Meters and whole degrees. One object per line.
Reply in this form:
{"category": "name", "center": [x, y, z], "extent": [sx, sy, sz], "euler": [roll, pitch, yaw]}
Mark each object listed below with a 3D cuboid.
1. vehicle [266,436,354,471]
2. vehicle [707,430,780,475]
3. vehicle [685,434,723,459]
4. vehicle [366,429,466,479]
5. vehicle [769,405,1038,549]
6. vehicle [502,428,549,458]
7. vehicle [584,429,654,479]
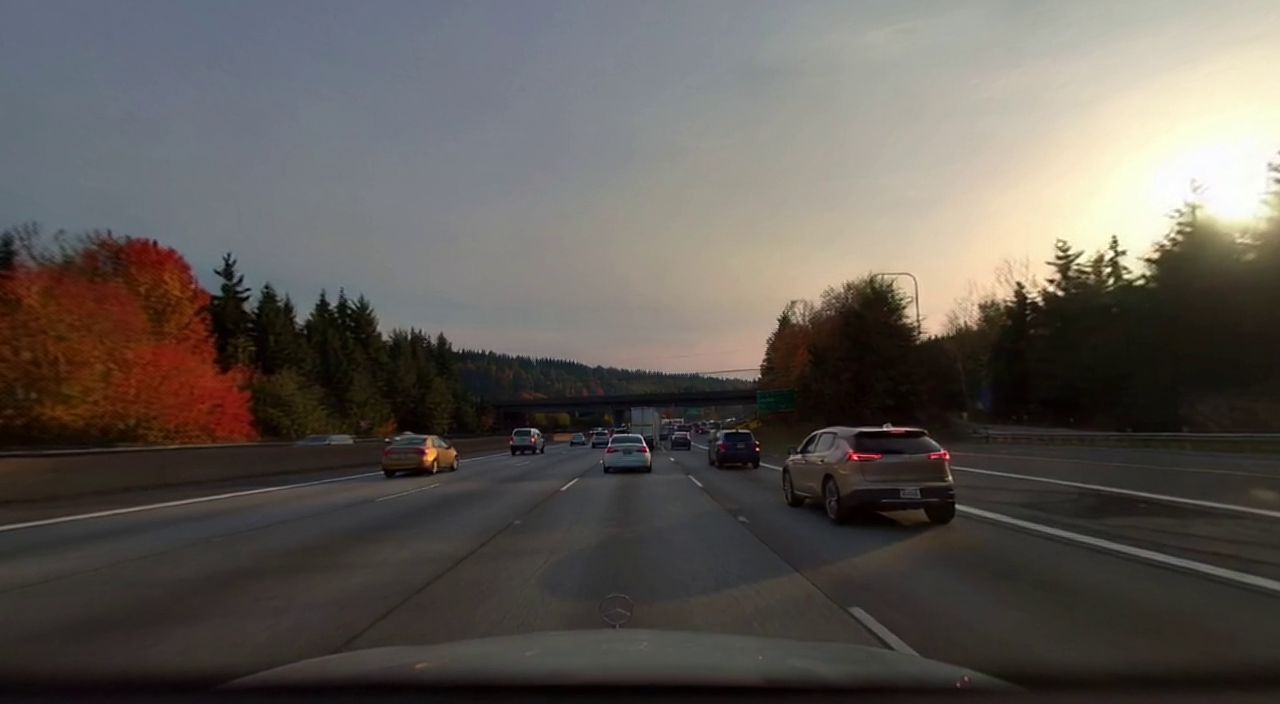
{"category": "vehicle", "center": [-15.392, 4.713, 29.601], "extent": [1.875, 1.509, 4.135], "euler": [0, -8, 0]}
{"category": "vehicle", "center": [3.782, 3.727, 23.734], "extent": [1.972, 1.516, 4.514], "euler": [0, -8, 0]}
{"category": "vehicle", "center": [3.971, 5.915, 39.508], "extent": [1.909, 1.442, 4.184], "euler": [0, -8, 0]}
{"category": "vehicle", "center": [-7.597, 3.473, 21.736], "extent": [1.934, 1.526, 3.966], "euler": [0, -8, 1]}
{"category": "vehicle", "center": [3.504, 1.736, 9.497], "extent": [2.095, 1.650, 4.331], "euler": [0, -8, -1]}
{"category": "vehicle", "center": [-7.384, 5.929, 41.078], "extent": [2.117, 1.779, 4.745], "euler": [0, -8, 1]}
{"category": "vehicle", "center": [-0.686, 3.387, 21.207], "extent": [2.111, 1.494, 4.364], "euler": [0, -8, -1]}
